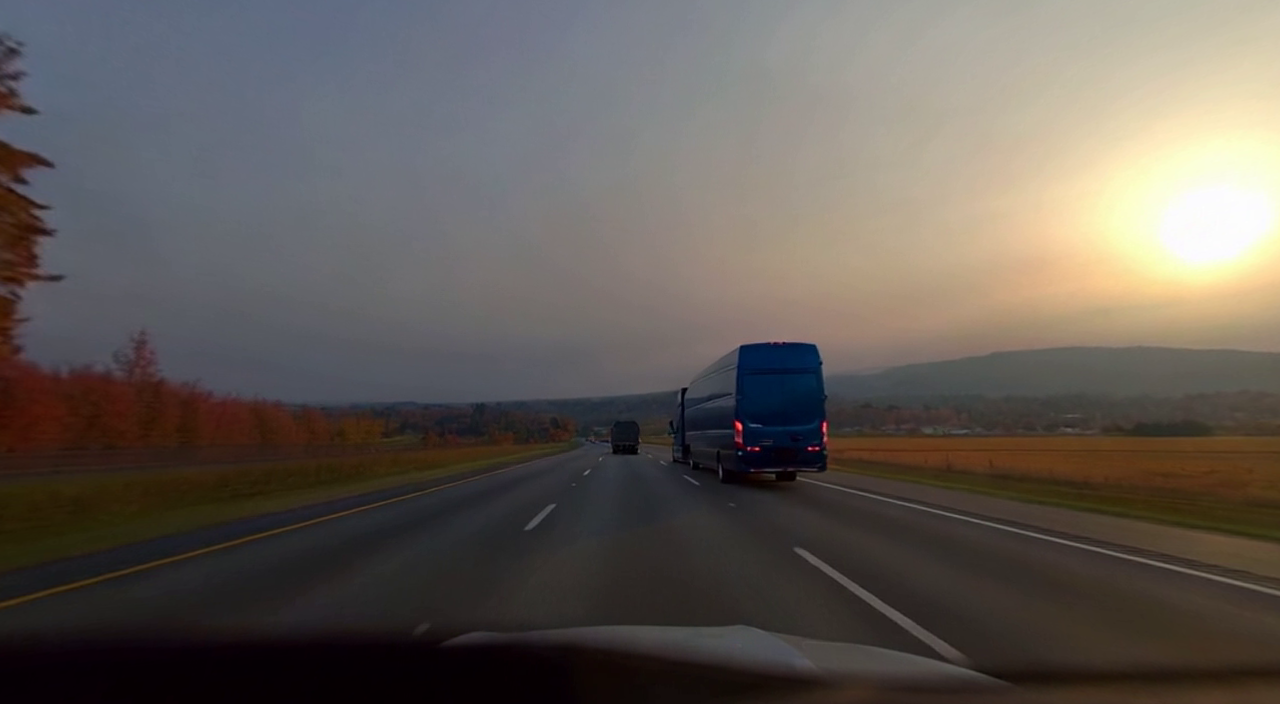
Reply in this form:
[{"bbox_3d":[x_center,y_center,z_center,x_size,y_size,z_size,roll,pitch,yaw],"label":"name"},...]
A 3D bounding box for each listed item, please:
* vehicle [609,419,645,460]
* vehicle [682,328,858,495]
[{"bbox_3d":[-0.880,6.057,43.677,2.389,2.637,5.437,0,-8,-1],"label":"vehicle"},{"bbox_3d":[3.627,2.322,22.146,3.128,4.087,13.351,0,-8,-1],"label":"vehicle"}]
